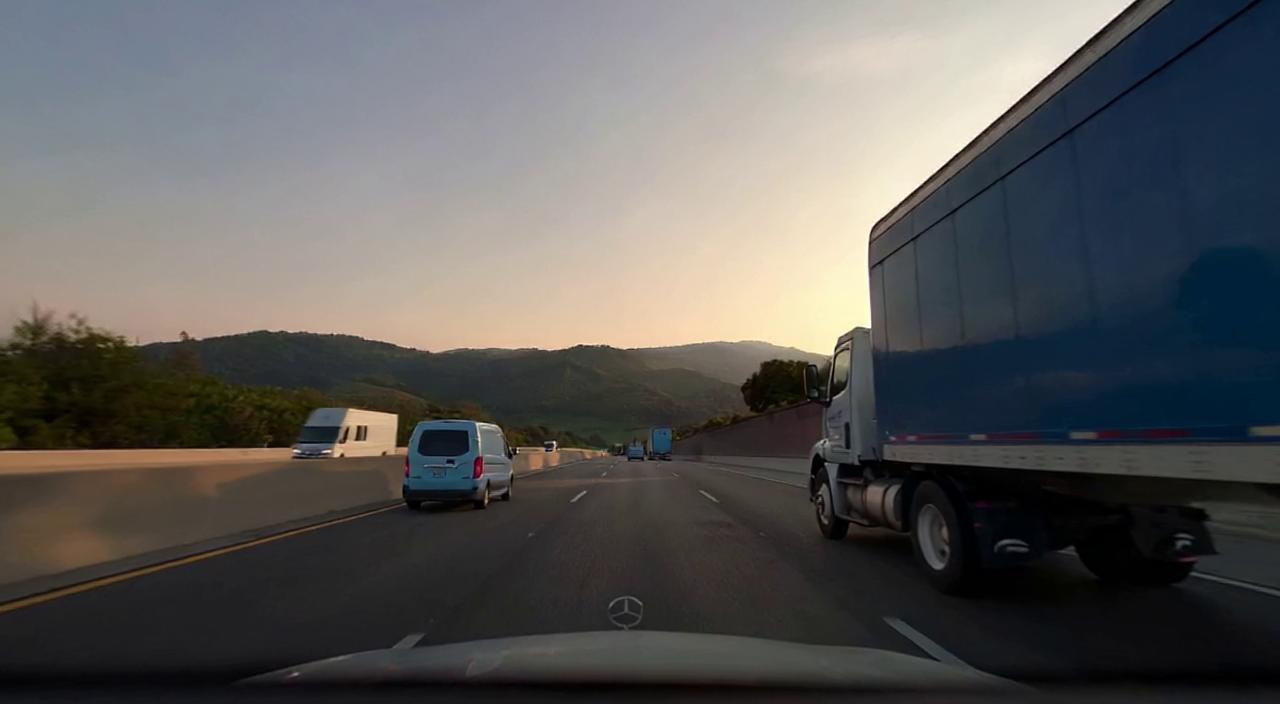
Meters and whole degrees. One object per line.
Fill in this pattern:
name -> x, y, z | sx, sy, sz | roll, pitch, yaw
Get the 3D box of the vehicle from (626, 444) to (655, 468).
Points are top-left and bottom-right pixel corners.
vehicle -> -0.007, 8.109, 49.377 | 2.166, 1.747, 4.299 | 0, -9, 0

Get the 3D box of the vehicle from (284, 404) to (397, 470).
vehicle -> -18.911, 5.590, 40.703 | 2.879, 3.766, 8.952 | 0, -9, 0

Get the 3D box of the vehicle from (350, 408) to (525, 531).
vehicle -> -3.770, 2.308, 12.801 | 1.955, 2.004, 4.792 | 0, -9, 0
